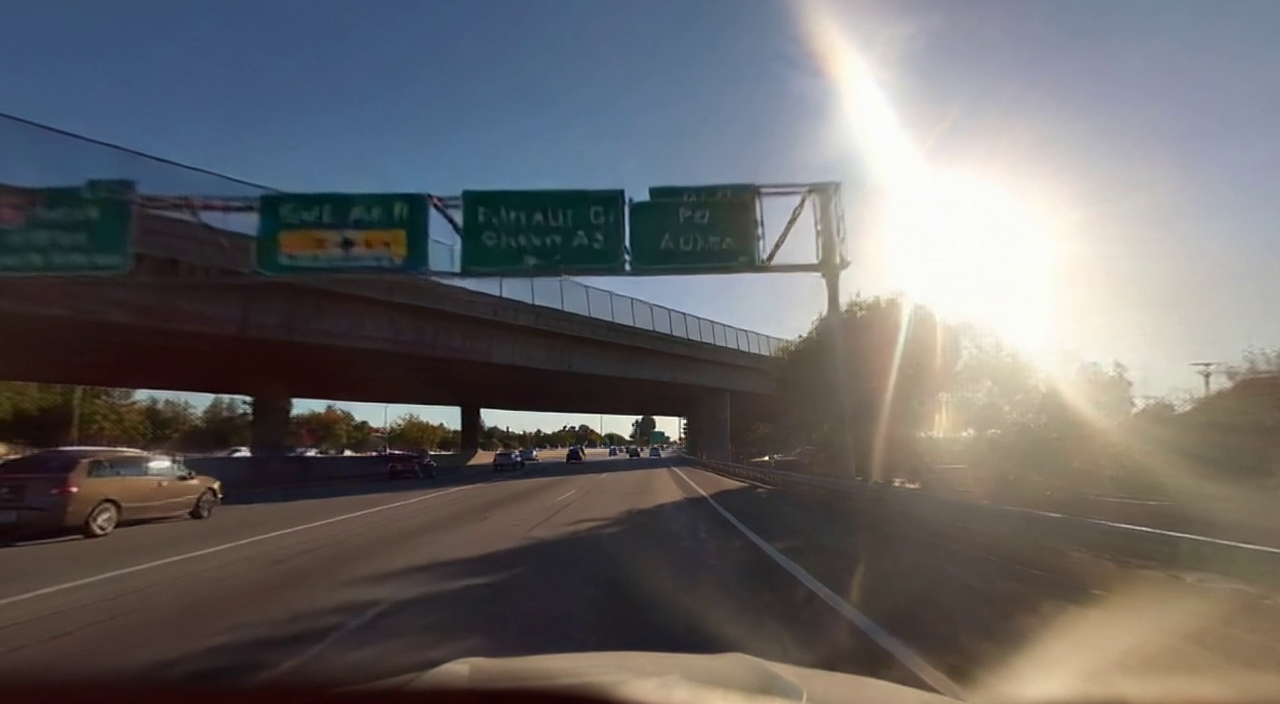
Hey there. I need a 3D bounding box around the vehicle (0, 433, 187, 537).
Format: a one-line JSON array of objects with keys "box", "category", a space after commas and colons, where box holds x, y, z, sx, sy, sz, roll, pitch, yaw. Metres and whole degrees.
[{"box": [-10.525, 2.255, 11.187, 1.829, 1.520, 4.505, 0, -9, -3], "category": "vehicle"}]

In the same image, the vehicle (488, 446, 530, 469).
[{"box": [-9.484, 7.662, 46.031, 2.271, 1.537, 4.029, 0, -9, -1], "category": "vehicle"}]
